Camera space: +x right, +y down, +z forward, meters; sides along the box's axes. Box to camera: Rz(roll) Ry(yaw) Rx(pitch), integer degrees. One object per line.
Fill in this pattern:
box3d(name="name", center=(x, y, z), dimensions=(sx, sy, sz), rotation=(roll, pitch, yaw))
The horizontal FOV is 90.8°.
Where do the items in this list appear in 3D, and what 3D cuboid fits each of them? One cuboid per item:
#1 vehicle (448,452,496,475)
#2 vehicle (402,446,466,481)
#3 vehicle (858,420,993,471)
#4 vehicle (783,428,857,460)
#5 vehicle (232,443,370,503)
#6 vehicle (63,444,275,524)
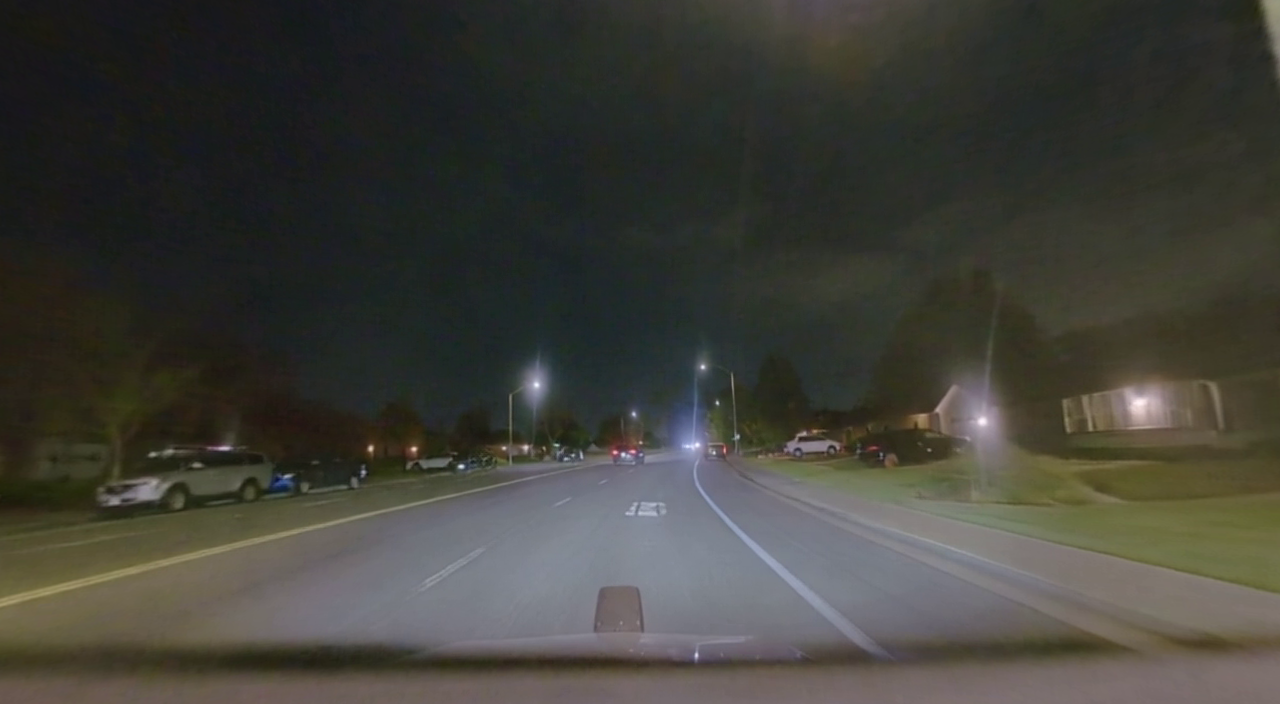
box3d(name="vehicle", center=(-11.765, 7.826, 44.519), dimensions=(1.695, 1.423, 4.371), rotation=(-5, -9, 7))
box3d(name="vehicle", center=(-12.587, 6.801, 38.856), dimensions=(2.009, 1.789, 4.449), rotation=(-6, -9, 6))
box3d(name="vehicle", center=(11.332, 3.727, 25.317), dimensions=(4.383, 1.602, 1.920), rotation=(-5, -8, 2))
box3d(name="vehicle", center=(12.658, 6.493, 44.651), dimensions=(4.463, 1.765, 1.960), rotation=(-5, -8, 1))
box3d(name="vehicle", center=(-13.556, 4.793, 25.820), dimensions=(2.114, 1.931, 5.936), rotation=(-6, -8, 3))
box3d(name="vehicle", center=(-13.923, 3.863, 19.287), dimensions=(2.157, 1.882, 5.479), rotation=(-4, -8, 2))
